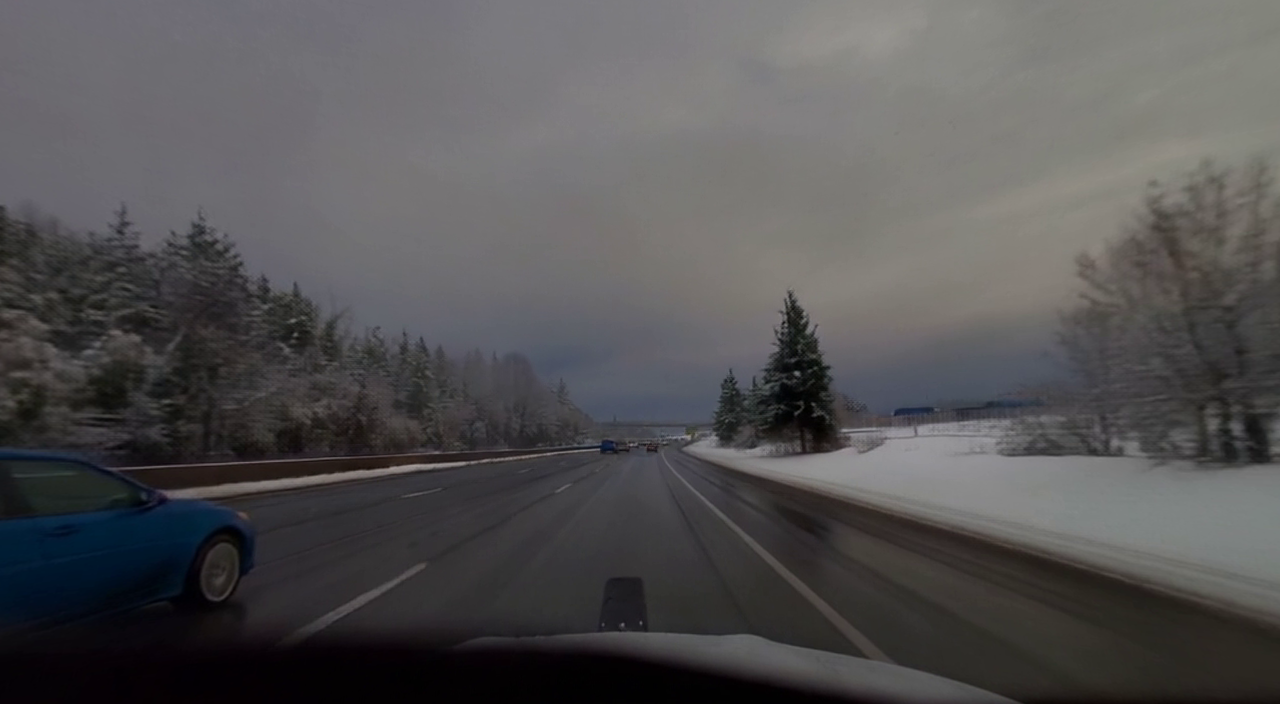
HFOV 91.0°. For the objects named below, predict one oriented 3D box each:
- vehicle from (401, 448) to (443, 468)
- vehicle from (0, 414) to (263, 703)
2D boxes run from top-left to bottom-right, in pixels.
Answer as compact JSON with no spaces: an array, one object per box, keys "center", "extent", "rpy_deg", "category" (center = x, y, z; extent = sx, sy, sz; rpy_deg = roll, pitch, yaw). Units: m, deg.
[{"center":[-15.672,7.654,45.420],"extent":[1.754,1.352,3.547],"rpy_deg":[0,-8,0],"category":"vehicle"},{"center":[-4.190,1.016,2.947],"extent":[1.996,1.454,4.495],"rpy_deg":[0,-8,1],"category":"vehicle"}]
